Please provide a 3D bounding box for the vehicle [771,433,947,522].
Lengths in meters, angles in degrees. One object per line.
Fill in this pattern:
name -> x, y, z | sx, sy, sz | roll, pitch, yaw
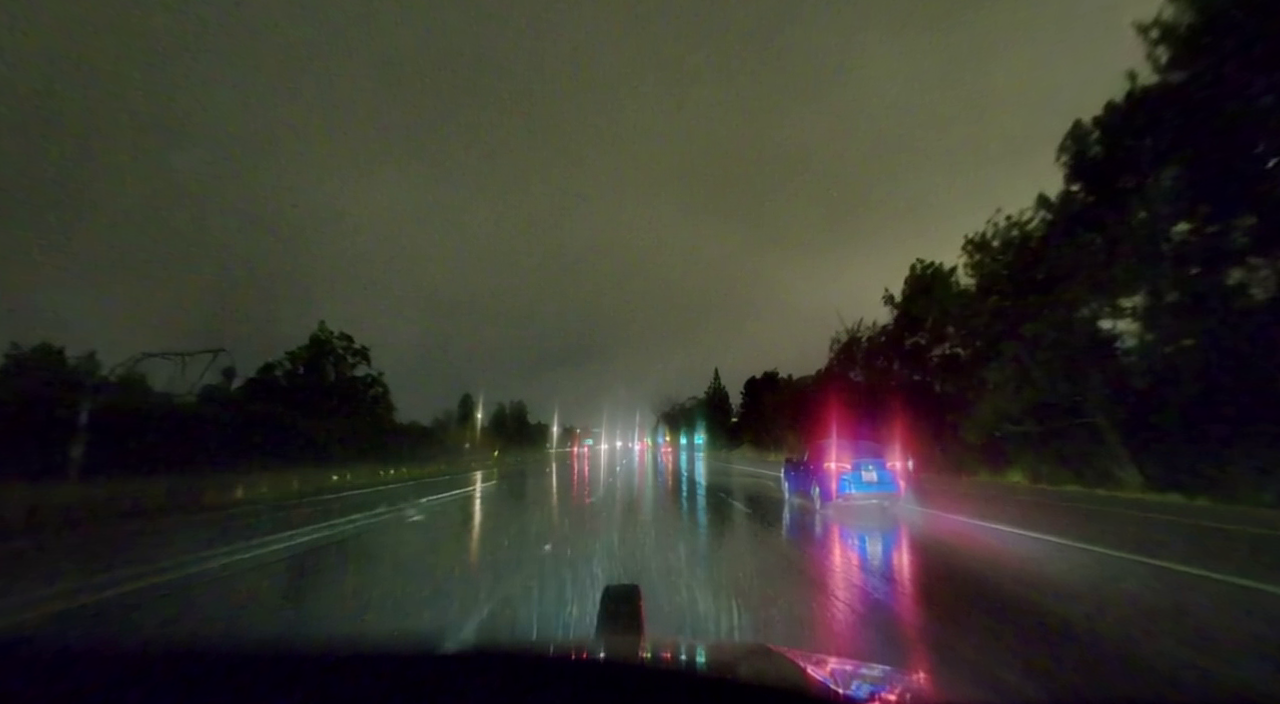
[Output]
vehicle -> 4.202, 2.481, 12.999 | 2.033, 1.501, 4.398 | 0, -9, 0
